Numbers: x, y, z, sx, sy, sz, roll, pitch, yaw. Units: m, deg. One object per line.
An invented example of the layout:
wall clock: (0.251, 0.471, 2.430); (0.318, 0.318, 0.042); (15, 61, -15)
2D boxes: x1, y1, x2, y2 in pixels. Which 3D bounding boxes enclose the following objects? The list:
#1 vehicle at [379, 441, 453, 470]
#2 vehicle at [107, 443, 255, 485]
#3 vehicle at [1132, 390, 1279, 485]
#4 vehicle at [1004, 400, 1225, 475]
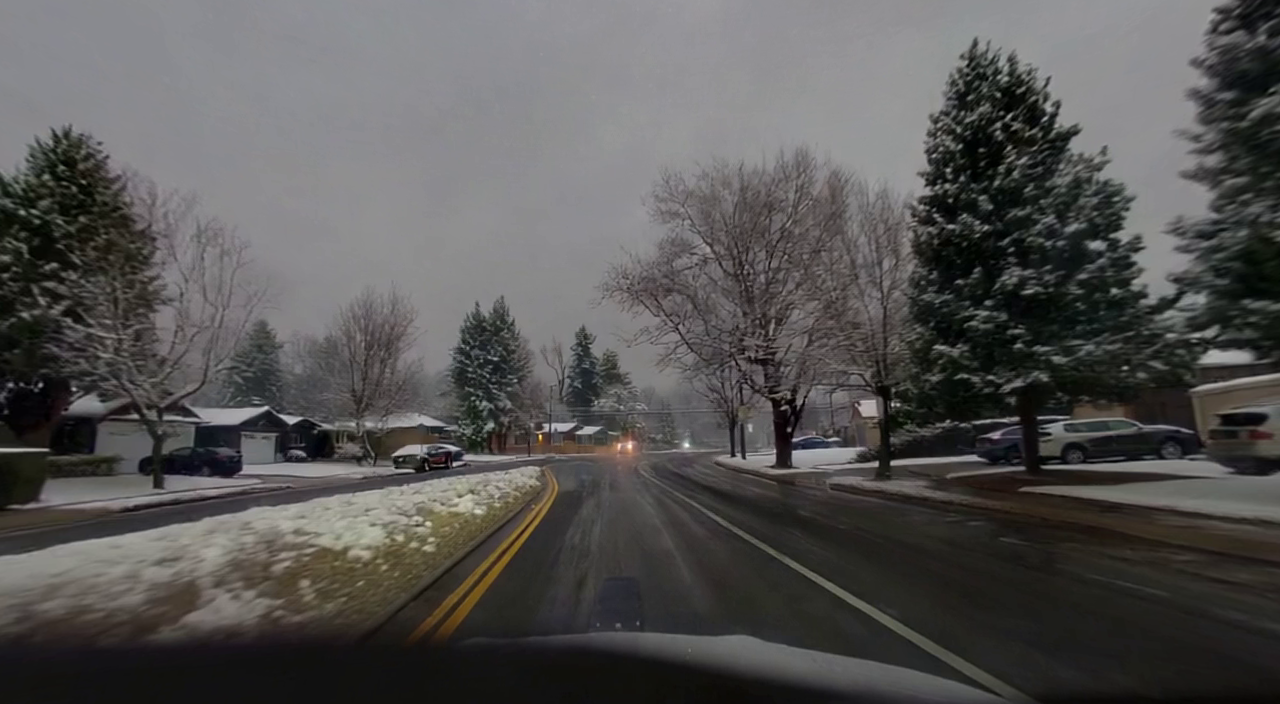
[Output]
vehicle: (-16.114, 7.477, 45.896); (2.418, 1.969, 6.615); (-1, -8, 6)
vehicle: (-21.535, 5.250, 29.860); (5.166, 1.847, 2.049); (1, -8, -6)
vehicle: (15.608, 1.915, 14.574); (6.117, 2.005, 2.230); (-4, -9, 13)
vehicle: (14.140, 2.642, 19.174); (4.733, 1.848, 1.997); (-5, -10, 11)
